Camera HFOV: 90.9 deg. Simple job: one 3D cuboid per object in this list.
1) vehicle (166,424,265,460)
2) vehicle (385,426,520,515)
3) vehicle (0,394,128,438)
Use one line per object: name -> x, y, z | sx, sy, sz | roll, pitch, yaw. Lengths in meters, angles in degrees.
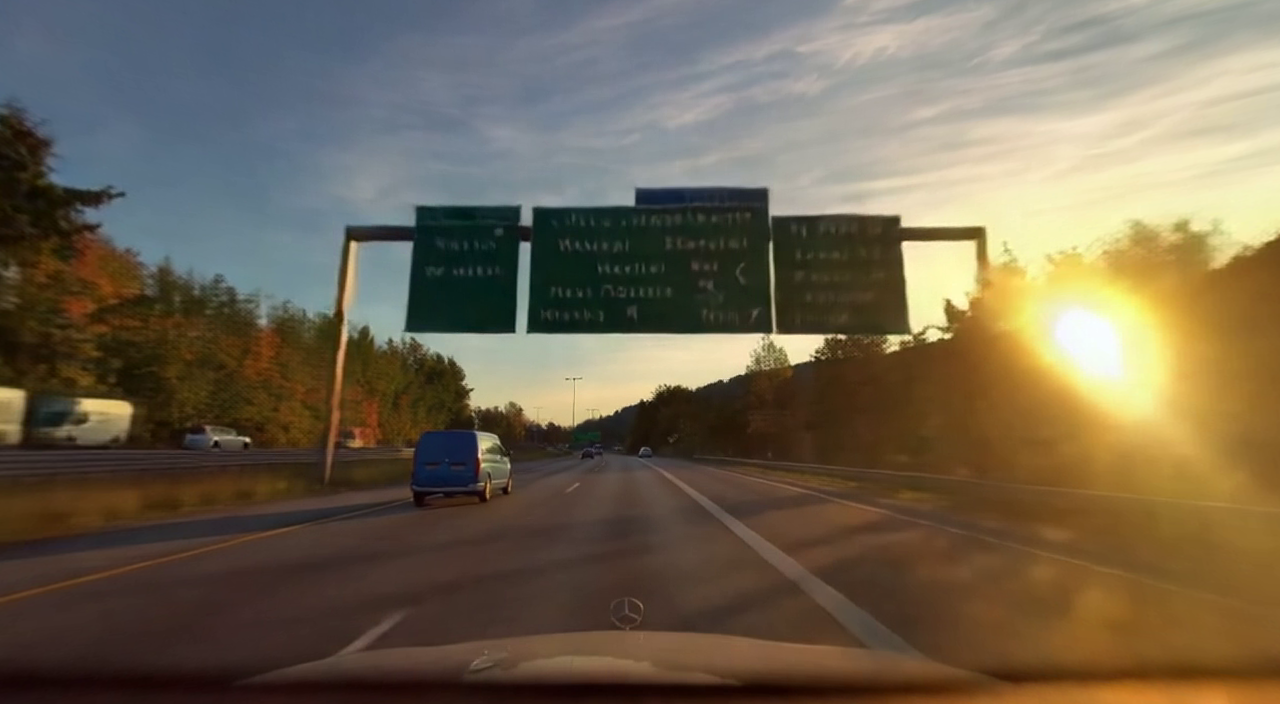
vehicle -> -18.925, 4.072, 28.288 | 1.879, 1.492, 3.607 | 0, -9, 0
vehicle -> -4.224, 2.742, 15.024 | 1.971, 1.795, 4.389 | 0, -9, -2
vehicle -> -37.219, 4.279, 41.071 | 2.464, 2.547, 6.178 | 0, -9, -1
